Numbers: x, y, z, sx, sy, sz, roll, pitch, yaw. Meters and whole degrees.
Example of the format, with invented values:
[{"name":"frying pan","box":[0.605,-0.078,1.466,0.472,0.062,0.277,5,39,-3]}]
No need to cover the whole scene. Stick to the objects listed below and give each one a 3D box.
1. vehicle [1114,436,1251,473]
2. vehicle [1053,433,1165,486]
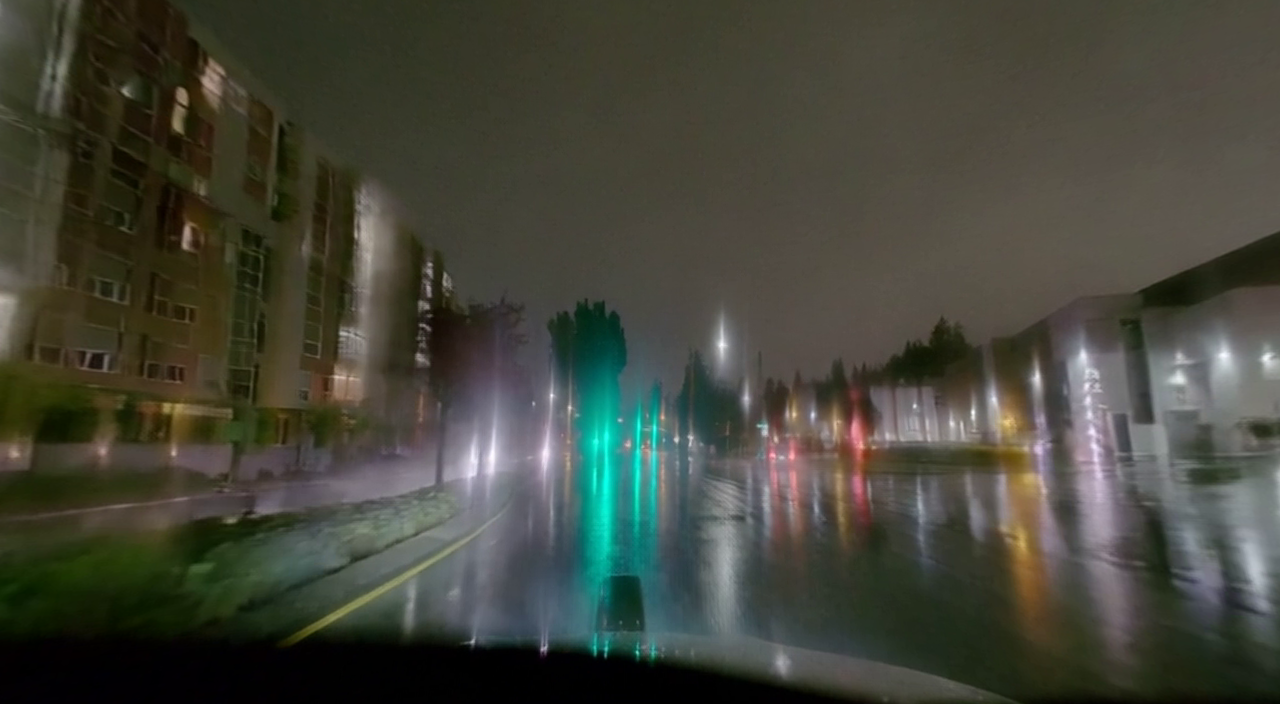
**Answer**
[{"name":"vehicle","box":[25.493,4.813,29.816,1.775,1.592,4.561,7,-11,-41]},{"name":"vehicle","box":[16.933,3.888,22.906,2.630,1.808,1.657,-1,-9,3]}]
